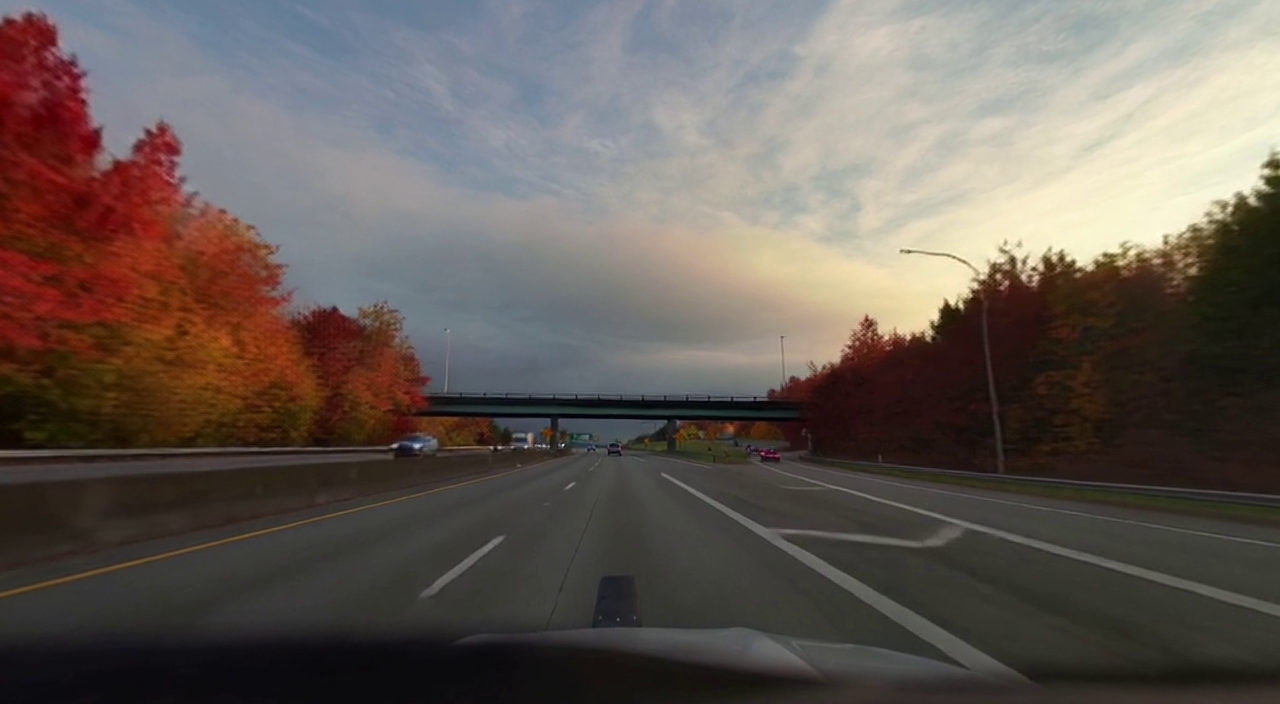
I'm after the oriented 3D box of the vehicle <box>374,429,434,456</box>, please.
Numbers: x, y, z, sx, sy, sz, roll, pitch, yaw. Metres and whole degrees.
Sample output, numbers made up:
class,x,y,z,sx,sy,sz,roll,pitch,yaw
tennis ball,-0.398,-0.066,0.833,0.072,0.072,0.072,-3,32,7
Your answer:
class,x,y,z,sx,sy,sz,roll,pitch,yaw
vehicle,-14.112,5.464,37.691,1.974,1.541,4.247,0,-9,-1
